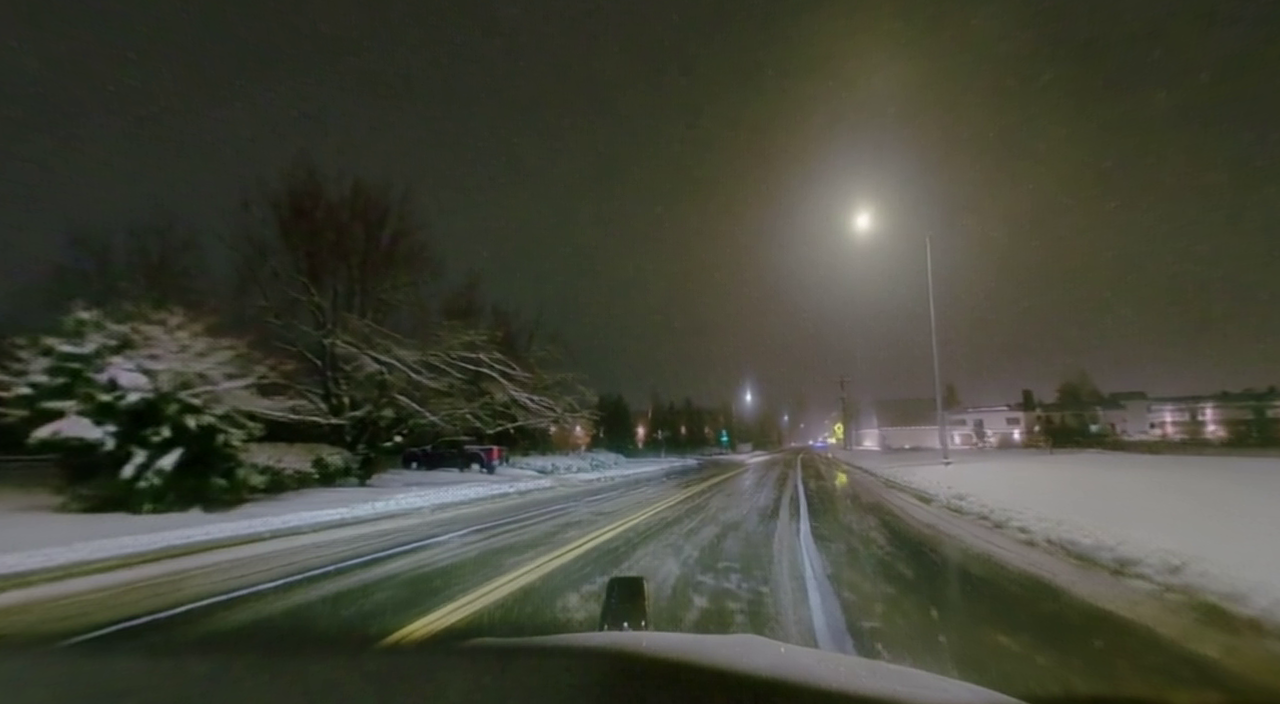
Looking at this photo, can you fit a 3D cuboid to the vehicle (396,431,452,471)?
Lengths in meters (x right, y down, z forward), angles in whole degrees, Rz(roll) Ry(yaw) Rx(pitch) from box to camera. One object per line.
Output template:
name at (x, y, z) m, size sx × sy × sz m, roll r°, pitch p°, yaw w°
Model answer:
vehicle at (-10.553, 4.781, 30.638) m, size 2.192 × 1.740 × 4.521 m, roll 4°, pitch -9°, yaw -22°

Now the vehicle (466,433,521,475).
vehicle at (-6.927, 4.846, 30.058) m, size 2.244 × 1.796 × 5.170 m, roll 2°, pitch -9°, yaw -12°
